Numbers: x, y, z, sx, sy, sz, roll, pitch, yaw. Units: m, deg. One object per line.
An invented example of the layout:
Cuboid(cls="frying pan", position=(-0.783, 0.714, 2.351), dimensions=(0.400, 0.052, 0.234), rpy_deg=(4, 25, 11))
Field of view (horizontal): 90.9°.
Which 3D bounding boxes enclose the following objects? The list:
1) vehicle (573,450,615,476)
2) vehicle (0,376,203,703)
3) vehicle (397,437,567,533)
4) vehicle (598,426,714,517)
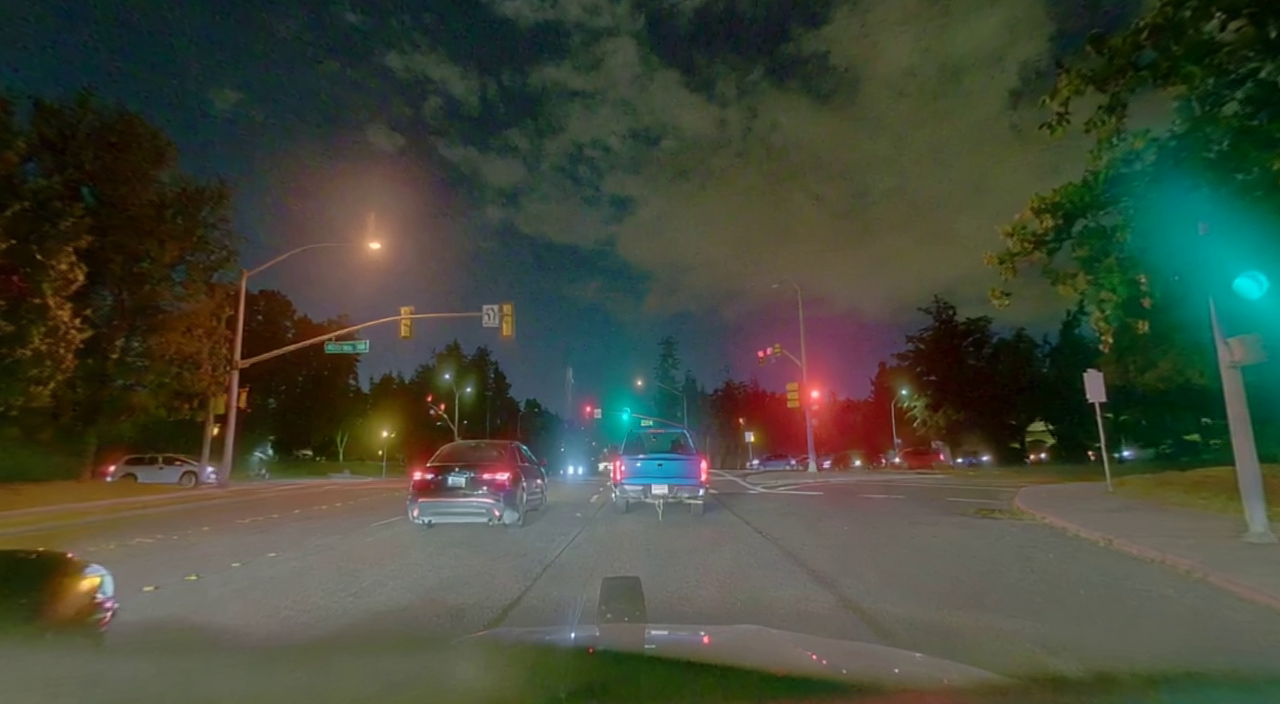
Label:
Cuboid(cls="vehicle", position=(-2.702, 6.649, 37.982), dimensions=(2.101, 1.443, 4.367), rpy_deg=(0, -8, 1))
Cuboid(cls="vehicle", position=(-3.102, 0.723, 1.197), dimensions=(1.960, 1.528, 3.490), rpy_deg=(0, -8, 1))
Cuboid(cls="vehicle", position=(-2.718, 2.401, 12.071), dimensions=(2.013, 1.474, 4.393), rpy_deg=(0, -8, 1))
Cuboid(cls="vehicle", position=(0.326, 2.542, 13.842), dimensions=(2.163, 1.678, 3.846), rpy_deg=(0, -8, 1))
